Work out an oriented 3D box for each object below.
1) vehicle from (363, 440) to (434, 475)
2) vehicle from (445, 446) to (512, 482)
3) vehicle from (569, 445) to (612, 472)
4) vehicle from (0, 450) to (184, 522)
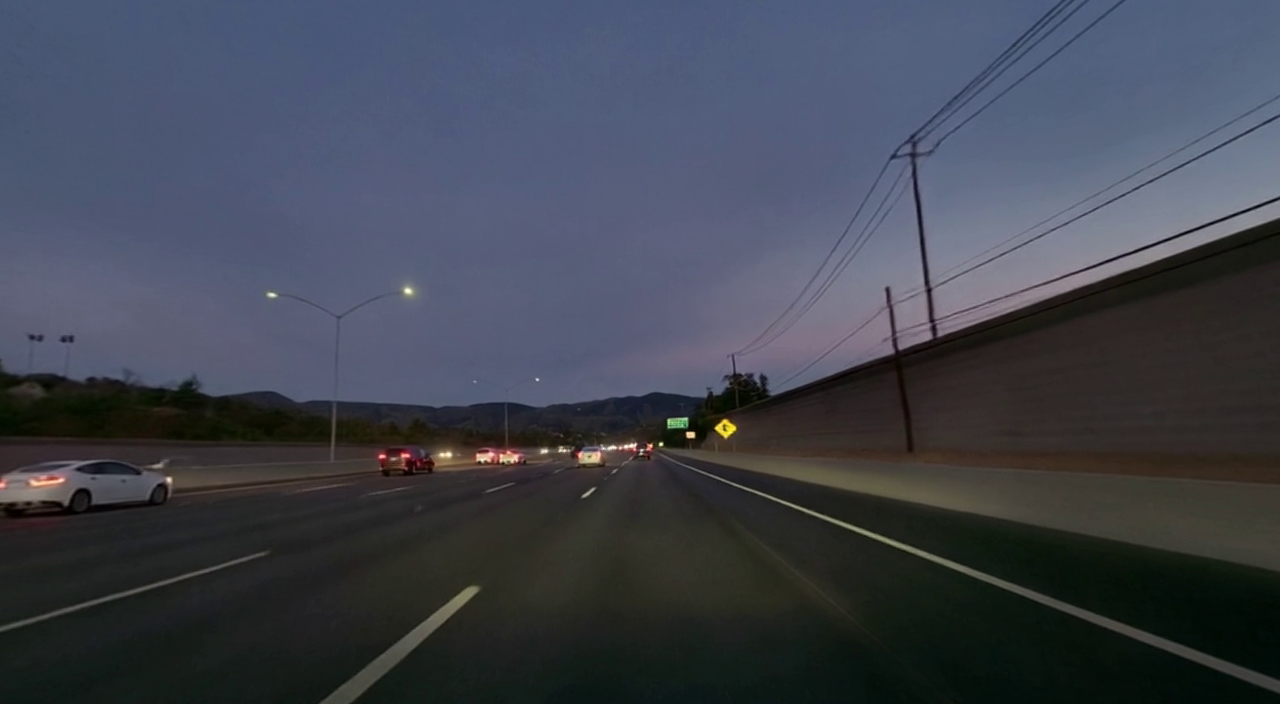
[{"bbox_3d":[-14.390,6.315,37.941,2.172,1.946,5.017,0,-9,1],"label":"vehicle"},{"bbox_3d":[-7.274,5.069,28.848,1.899,1.472,4.202,0,-9,1],"label":"vehicle"},{"bbox_3d":[-2.800,6.168,36.601,2.064,1.446,4.409,0,-9,0],"label":"vehicle"},{"bbox_3d":[-14.300,3.246,15.933,1.885,1.474,4.849,0,-9,1],"label":"vehicle"}]
